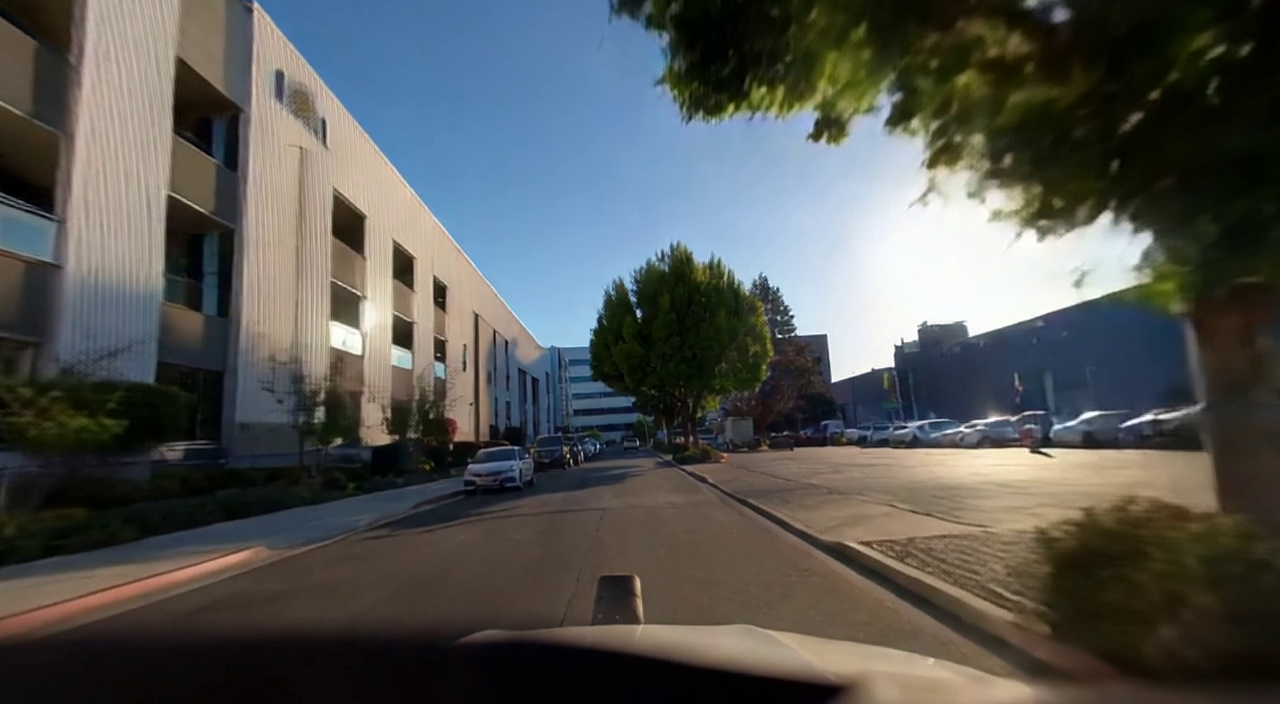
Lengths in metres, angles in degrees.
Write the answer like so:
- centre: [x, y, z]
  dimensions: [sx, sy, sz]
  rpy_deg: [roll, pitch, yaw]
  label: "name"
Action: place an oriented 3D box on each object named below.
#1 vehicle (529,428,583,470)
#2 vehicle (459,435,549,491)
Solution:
- centre: [-4.308, 5.141, 33.059]
  dimensions: [2.161, 1.843, 5.181]
  rpy_deg: [-4, -10, -2]
  label: "vehicle"
- centre: [-4.393, 3.686, 21.068]
  dimensions: [2.040, 1.501, 4.440]
  rpy_deg: [-4, -9, -1]
  label: "vehicle"
